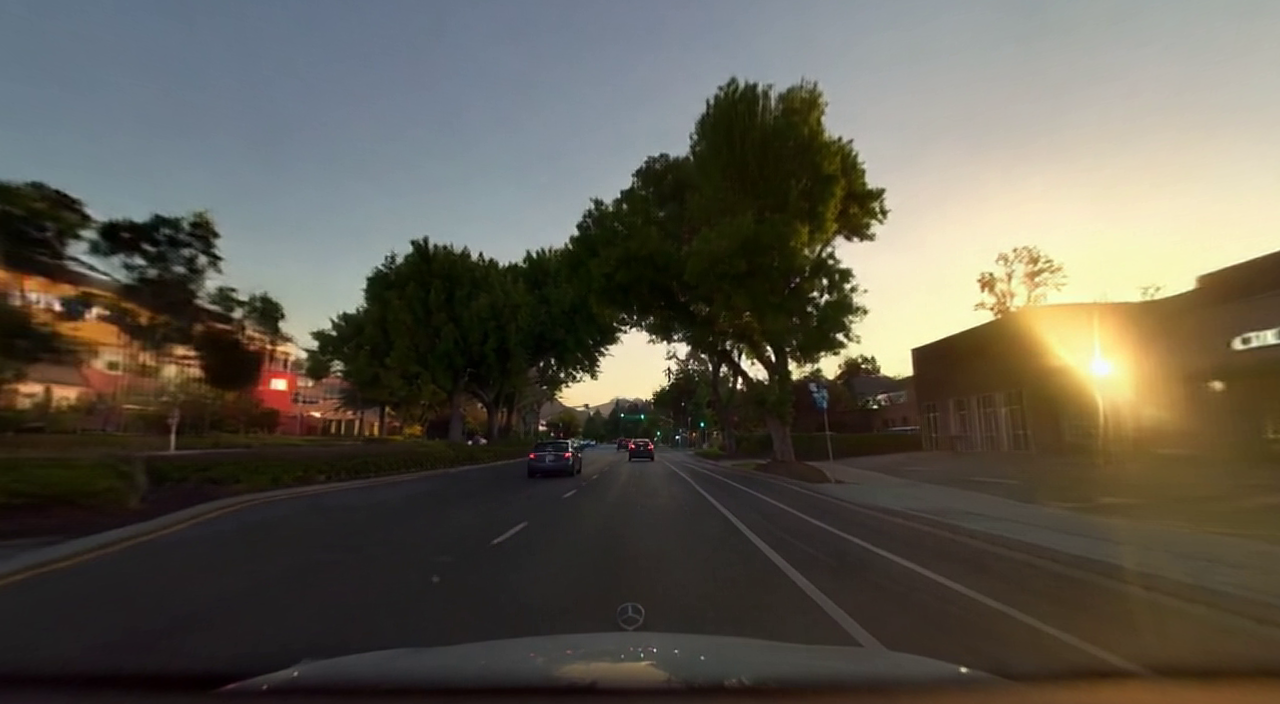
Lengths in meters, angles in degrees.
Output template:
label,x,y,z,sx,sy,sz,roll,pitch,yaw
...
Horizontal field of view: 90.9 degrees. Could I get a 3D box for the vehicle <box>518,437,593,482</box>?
label,x,y,z,sx,sy,sz,roll,pitch,yaw
vehicle,-2.987,3.920,23.277,2.015,1.470,4.458,0,-8,2

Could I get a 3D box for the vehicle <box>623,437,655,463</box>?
label,x,y,z,sx,sy,sz,roll,pitch,yaw
vehicle,-0.046,6.882,44.301,2.153,1.764,4.047,0,-8,1
